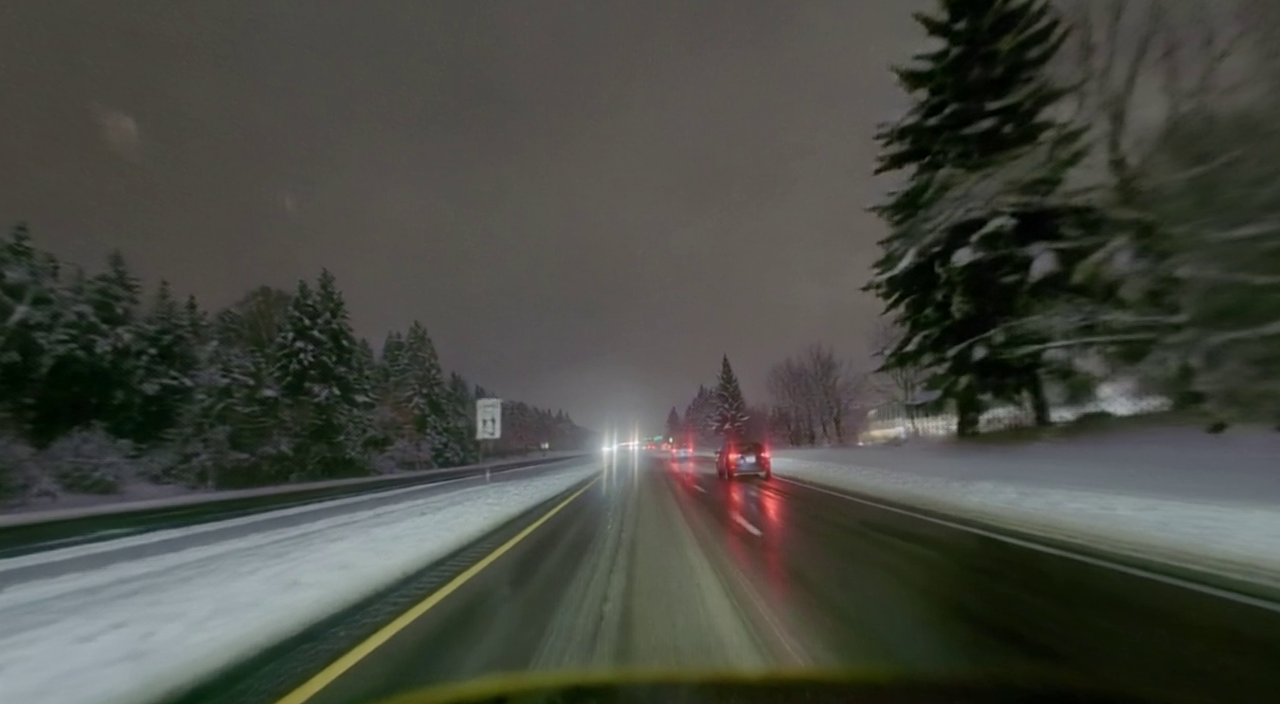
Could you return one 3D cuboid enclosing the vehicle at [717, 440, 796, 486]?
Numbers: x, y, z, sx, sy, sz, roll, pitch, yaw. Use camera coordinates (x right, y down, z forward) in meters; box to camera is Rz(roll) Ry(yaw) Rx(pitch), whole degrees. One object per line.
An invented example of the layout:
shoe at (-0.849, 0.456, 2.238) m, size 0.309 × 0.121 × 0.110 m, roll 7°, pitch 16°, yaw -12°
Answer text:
vehicle at (4.198, 4.086, 23.538) m, size 2.042 × 1.518 × 4.477 m, roll 0°, pitch -8°, yaw -1°
